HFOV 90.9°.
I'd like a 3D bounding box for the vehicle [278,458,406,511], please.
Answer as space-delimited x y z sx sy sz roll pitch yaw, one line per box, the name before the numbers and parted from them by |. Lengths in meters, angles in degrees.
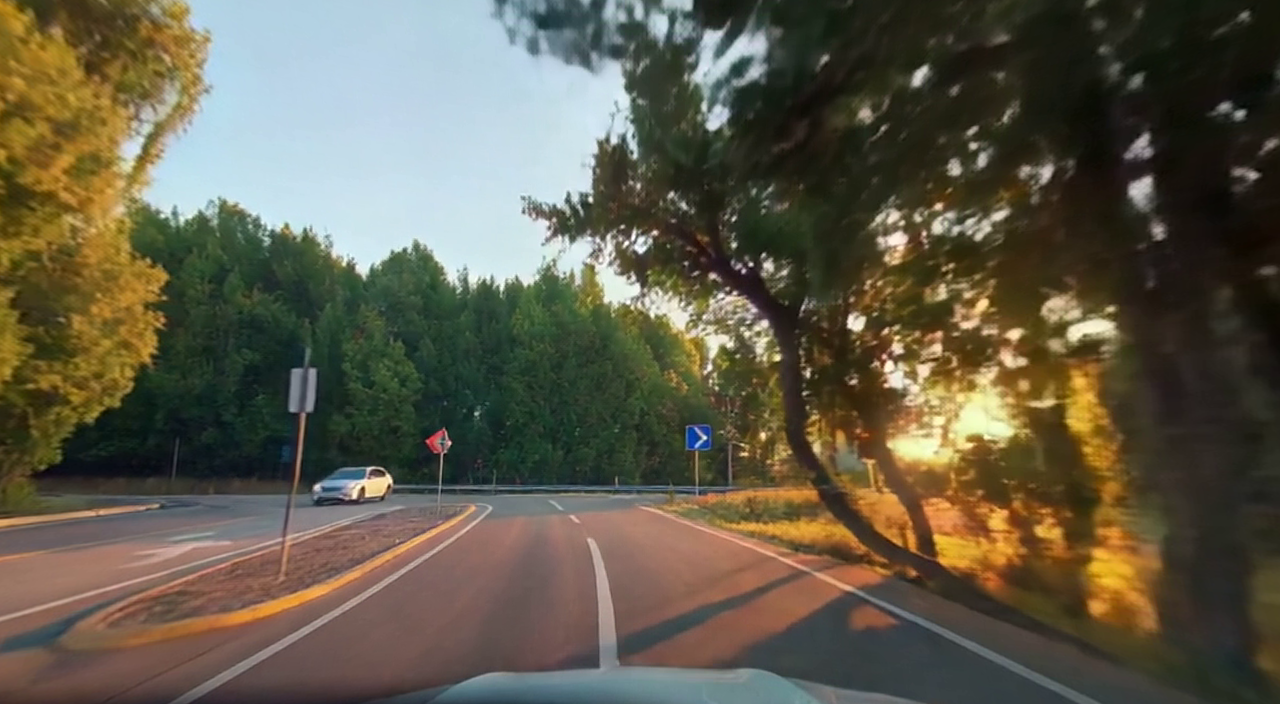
vehicle | -10.085 4.498 21.692 1.889 1.583 3.992 -1 -11 11
